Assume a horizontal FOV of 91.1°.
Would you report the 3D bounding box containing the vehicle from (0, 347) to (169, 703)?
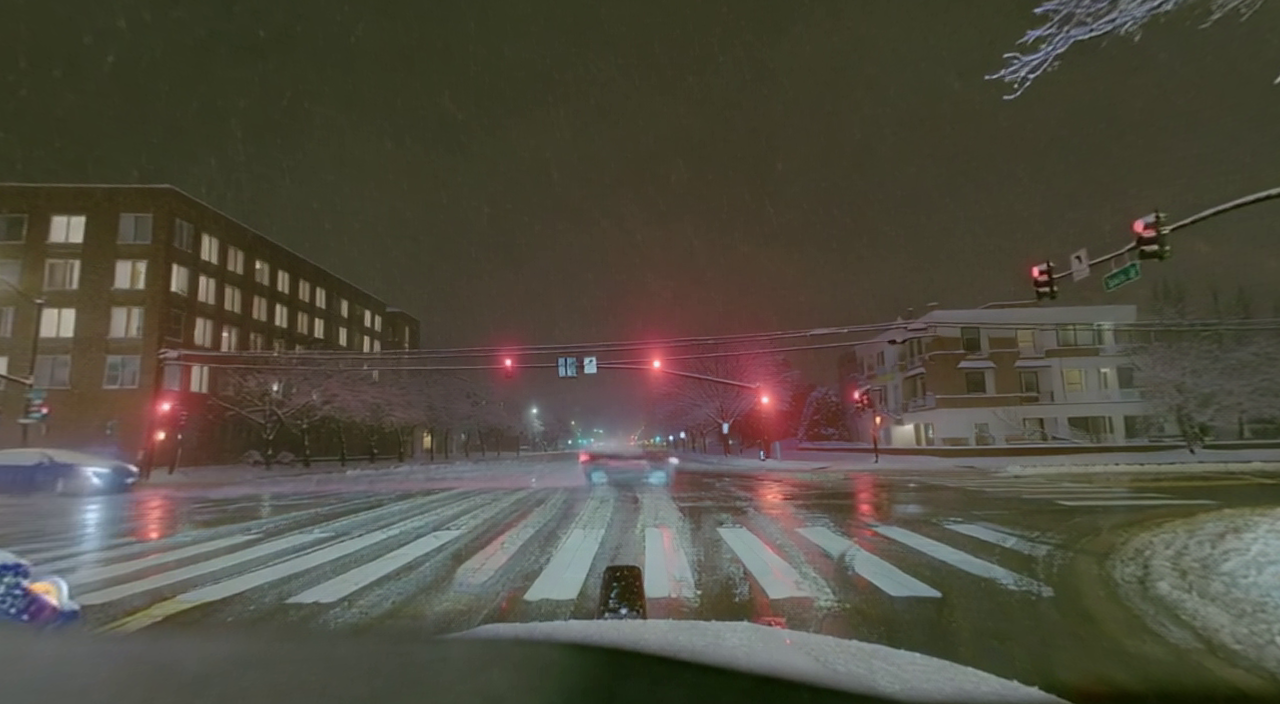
[{"bbox_3d":[-3.635,0.616,1.061,2.109,1.692,4.587,0,-8,0],"label":"vehicle"}]
